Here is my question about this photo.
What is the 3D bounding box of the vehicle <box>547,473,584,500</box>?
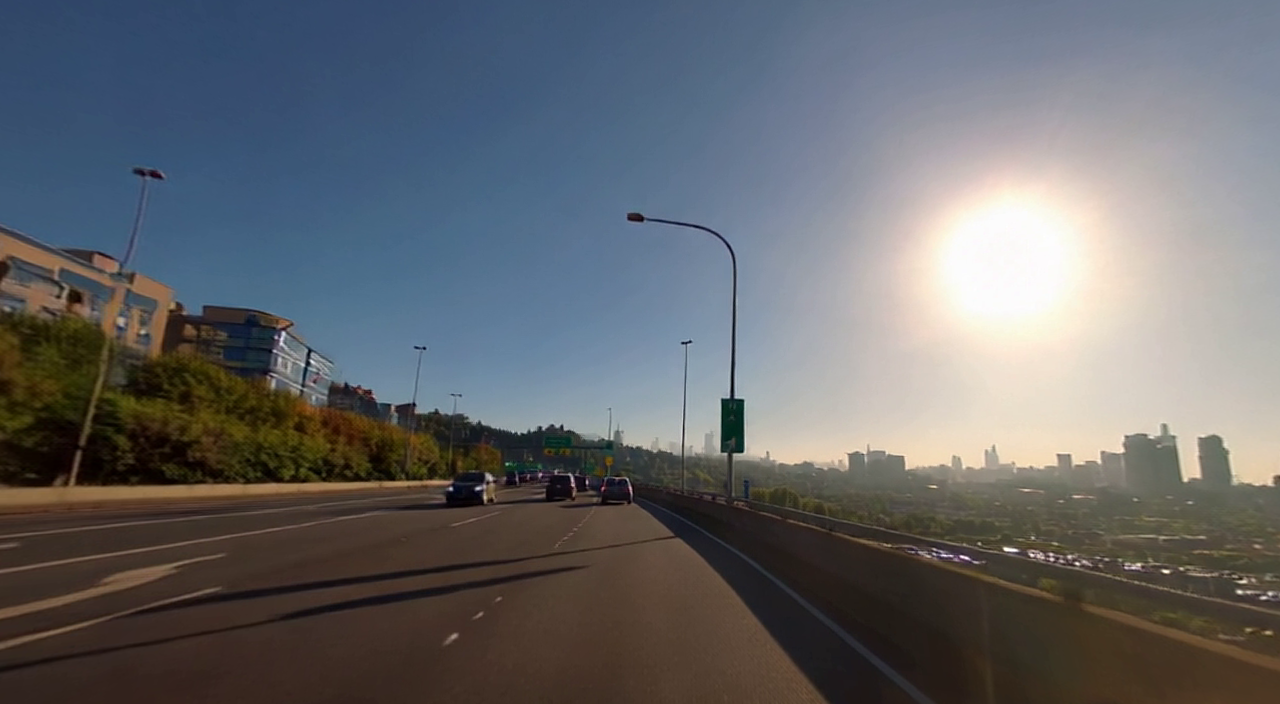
[{"bbox_3d":[-4.521,8.196,38.655,2.030,1.441,4.806,2,-10,-4],"label":"vehicle"}]

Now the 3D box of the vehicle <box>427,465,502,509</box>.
[{"bbox_3d":[-7.066,5.474,25.824,2.016,1.573,4.259,2,-10,-3],"label":"vehicle"}]

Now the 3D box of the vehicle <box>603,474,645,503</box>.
[{"bbox_3d":[-0.987,7.725,35.910,2.129,1.471,4.258,2,-10,-4],"label":"vehicle"}]
